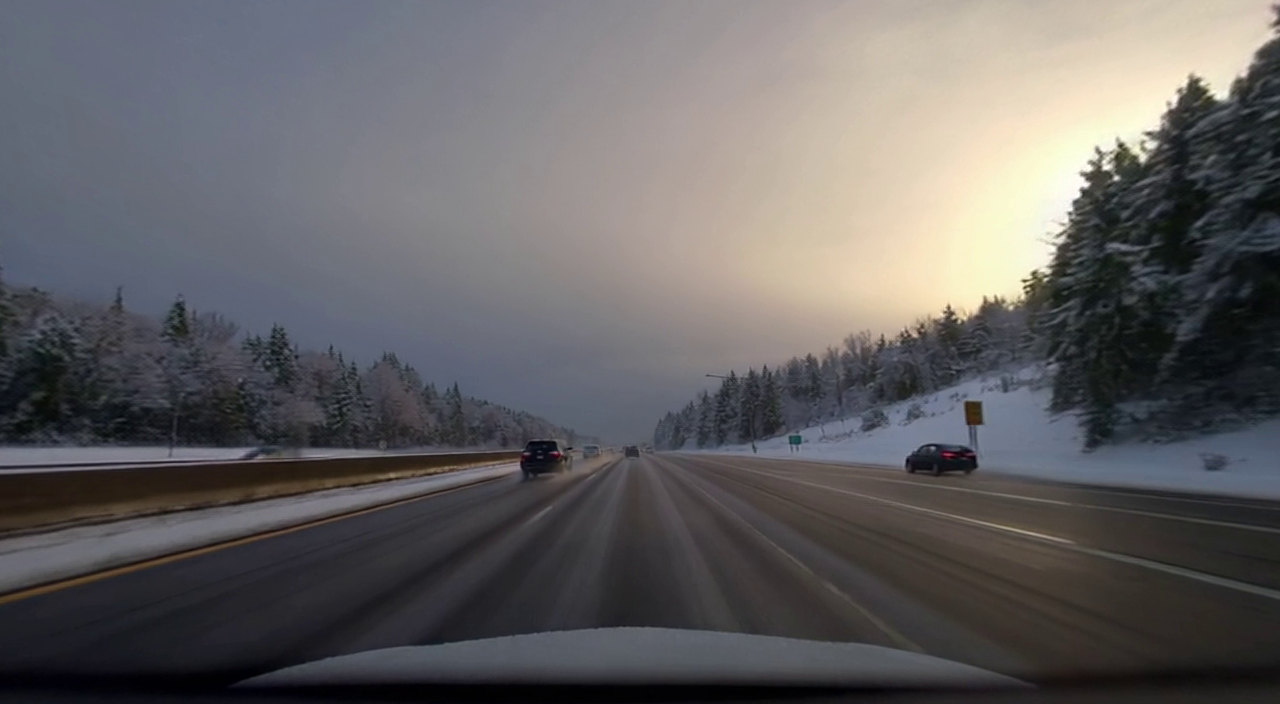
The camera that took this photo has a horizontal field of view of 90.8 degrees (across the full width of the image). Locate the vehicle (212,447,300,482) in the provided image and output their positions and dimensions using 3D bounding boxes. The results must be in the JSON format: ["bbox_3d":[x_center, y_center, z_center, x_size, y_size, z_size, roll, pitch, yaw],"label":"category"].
[{"bbox_3d":[-21.264,6.214,35.237,1.977,1.826,4.671,0,-9,0],"label":"vehicle"}]

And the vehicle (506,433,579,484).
[{"bbox_3d":[-3.630,4.080,24.435,2.114,1.774,4.427,0,-9,0],"label":"vehicle"}]
